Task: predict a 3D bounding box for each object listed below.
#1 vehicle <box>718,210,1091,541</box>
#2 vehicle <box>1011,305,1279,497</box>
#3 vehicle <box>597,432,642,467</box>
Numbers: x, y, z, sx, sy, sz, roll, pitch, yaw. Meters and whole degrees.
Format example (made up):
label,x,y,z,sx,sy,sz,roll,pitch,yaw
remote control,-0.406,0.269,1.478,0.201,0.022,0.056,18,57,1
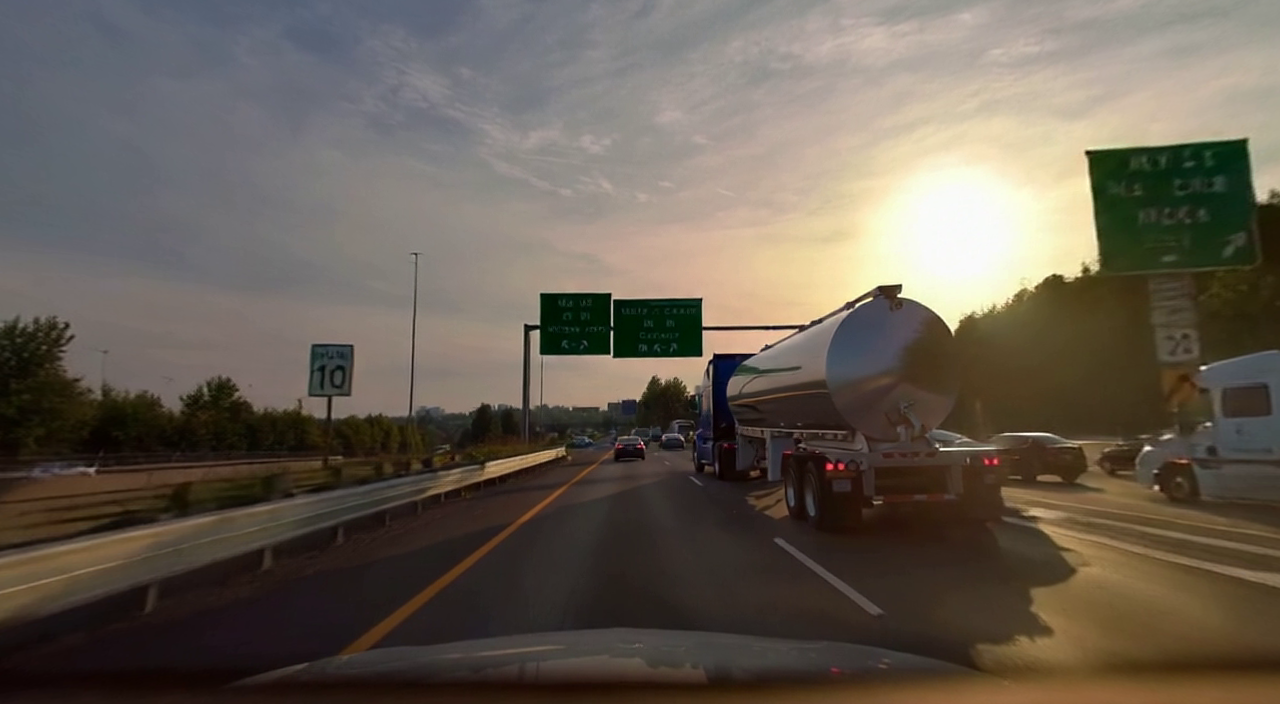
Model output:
label,x,y,z,sx,sy,sz,roll,pitch,yaw
vehicle,3.621,0.835,12.022,2.826,3.905,9.262,0,-8,-2
vehicle,14.957,1.525,17.084,2.878,4.124,10.050,1,-8,-5
vehicle,-0.952,4.602,29.962,2.000,1.510,3.518,0,-8,-1
